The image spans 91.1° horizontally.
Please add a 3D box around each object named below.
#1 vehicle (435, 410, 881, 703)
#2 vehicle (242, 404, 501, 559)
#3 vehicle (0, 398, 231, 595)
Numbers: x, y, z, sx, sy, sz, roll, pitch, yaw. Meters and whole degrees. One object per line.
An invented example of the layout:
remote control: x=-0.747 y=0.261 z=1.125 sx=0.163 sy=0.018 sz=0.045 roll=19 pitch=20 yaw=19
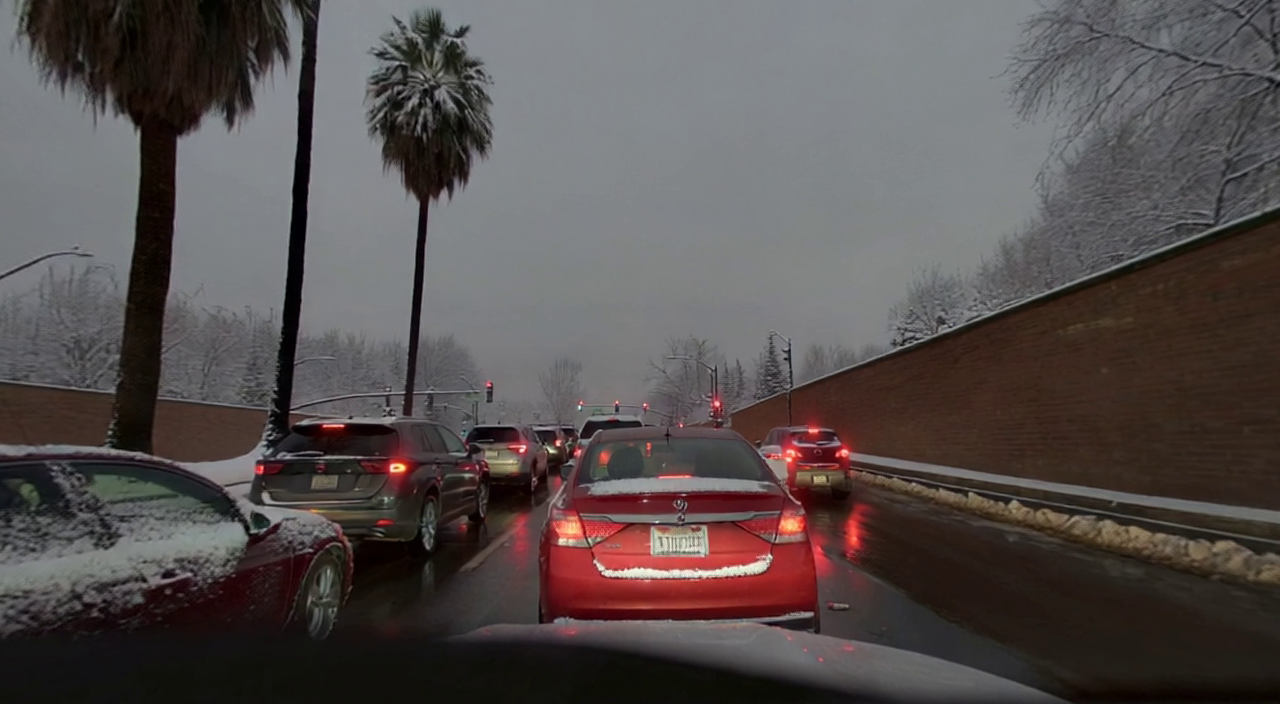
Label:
vehicle: x=0.045 y=1.340 z=5.200 sx=2.128 sy=1.473 sz=4.272 roll=0 pitch=-8 yaw=-1
vehicle: x=-3.513 y=1.779 z=9.276 sx=2.055 sy=1.746 sz=4.136 roll=0 pitch=-8 yaw=-1
vehicle: x=-6.666 y=1.406 z=6.386 sx=1.963 sy=1.721 sz=4.662 roll=0 pitch=-8 yaw=-2
